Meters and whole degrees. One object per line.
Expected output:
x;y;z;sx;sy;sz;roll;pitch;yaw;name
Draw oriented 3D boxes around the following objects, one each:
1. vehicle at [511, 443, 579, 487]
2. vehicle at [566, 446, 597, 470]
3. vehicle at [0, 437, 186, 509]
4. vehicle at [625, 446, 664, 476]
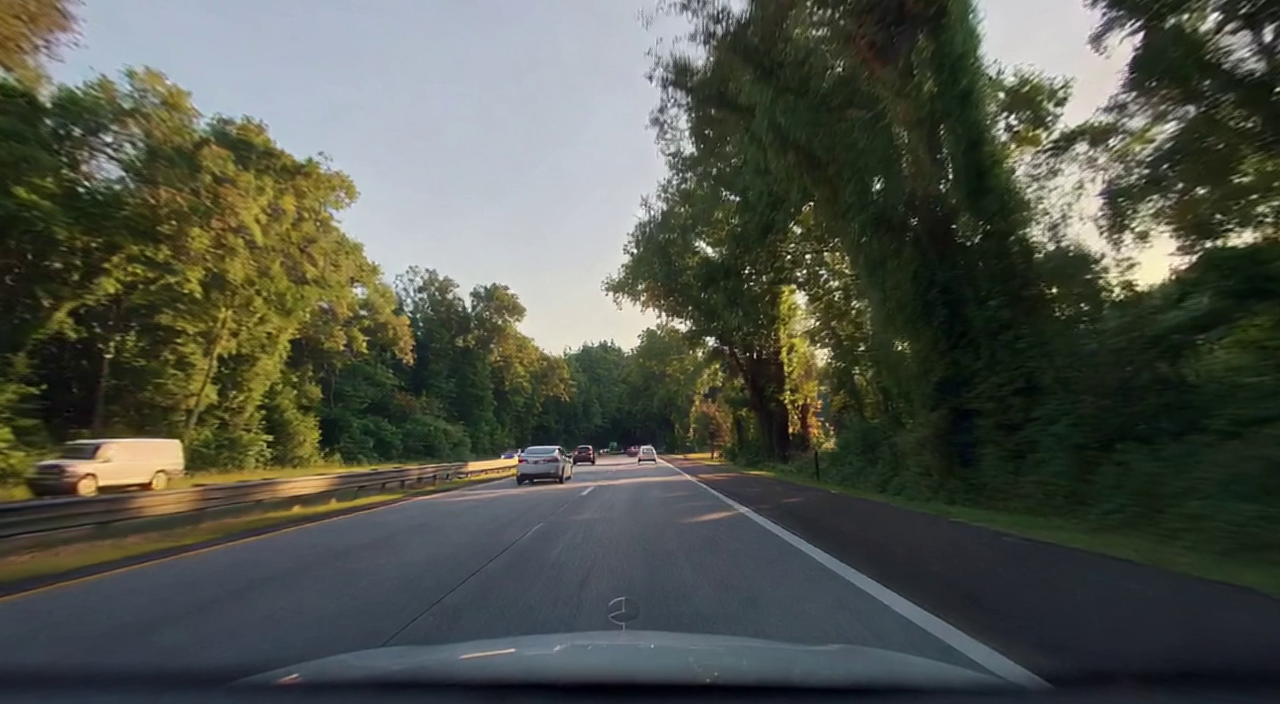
-3.554;4.306;24.218;1.978;1.538;3.755;0;-9;1;vehicle
-4.132;7.555;45.063;1.834;1.615;3.624;0;-9;1;vehicle
-16.378;3.519;18.784;2.052;1.835;4.760;0;-9;0;vehicle
0.220;5.817;33.737;2.001;1.490;3.914;0;-9;0;vehicle
